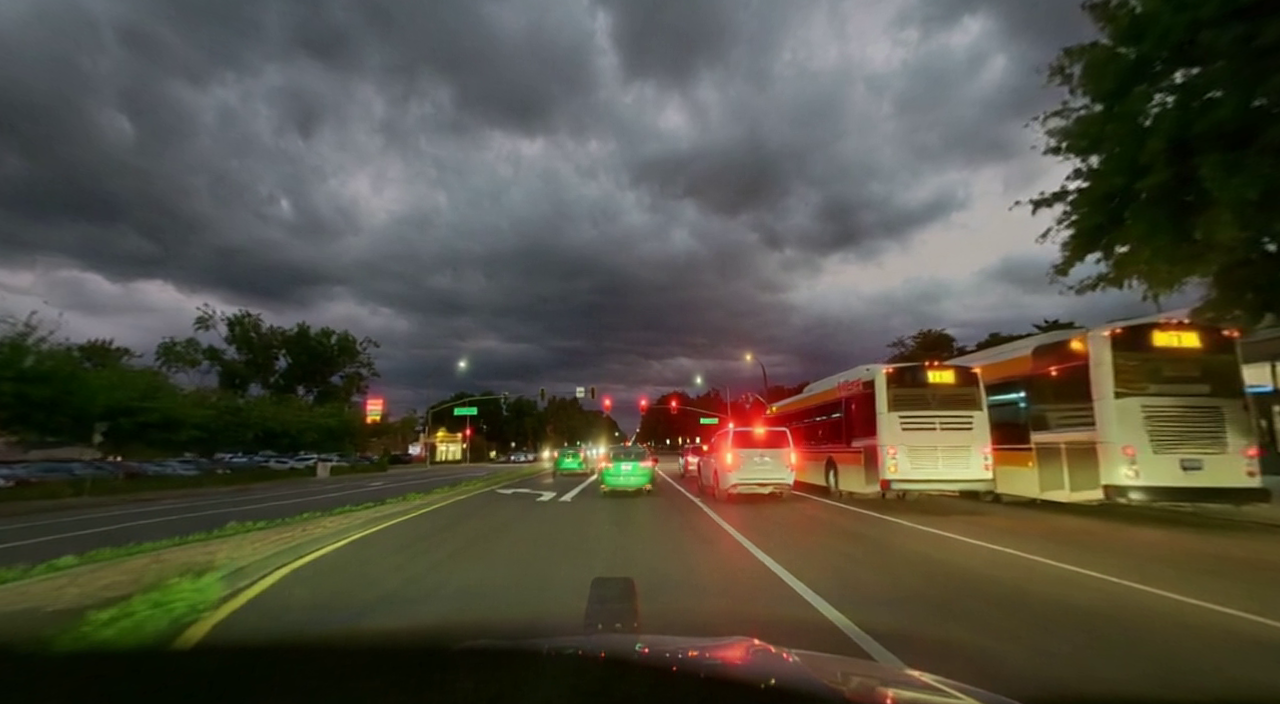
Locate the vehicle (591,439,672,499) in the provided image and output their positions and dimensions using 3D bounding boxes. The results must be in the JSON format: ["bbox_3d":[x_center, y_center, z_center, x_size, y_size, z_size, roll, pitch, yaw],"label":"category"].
[{"bbox_3d":[-0.279,3.294,18.187,2.071,1.525,3.723,0,-9,-2],"label":"vehicle"}]

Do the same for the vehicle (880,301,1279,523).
[{"bbox_3d":[10.164,1.844,16.962,3.181,4.110,10.468,0,-9,-1],"label":"vehicle"}]

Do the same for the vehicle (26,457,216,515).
[{"bbox_3d":[-14.775,3.803,18.375,1.960,1.396,4.185,0,-9,0],"label":"vehicle"}]

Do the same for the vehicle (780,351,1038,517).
[{"bbox_3d":[6.353,2.260,17.117,2.879,3.318,8.881,0,-8,-1],"label":"vehicle"}]

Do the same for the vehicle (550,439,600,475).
[{"bbox_3d":[-3.290,5.388,32.715,2.180,1.708,4.397,0,-9,-1],"label":"vehicle"}]

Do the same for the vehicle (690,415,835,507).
[{"bbox_3d":[2.874,2.802,16.627,2.490,1.951,5.931,0,-9,-2],"label":"vehicle"}]
